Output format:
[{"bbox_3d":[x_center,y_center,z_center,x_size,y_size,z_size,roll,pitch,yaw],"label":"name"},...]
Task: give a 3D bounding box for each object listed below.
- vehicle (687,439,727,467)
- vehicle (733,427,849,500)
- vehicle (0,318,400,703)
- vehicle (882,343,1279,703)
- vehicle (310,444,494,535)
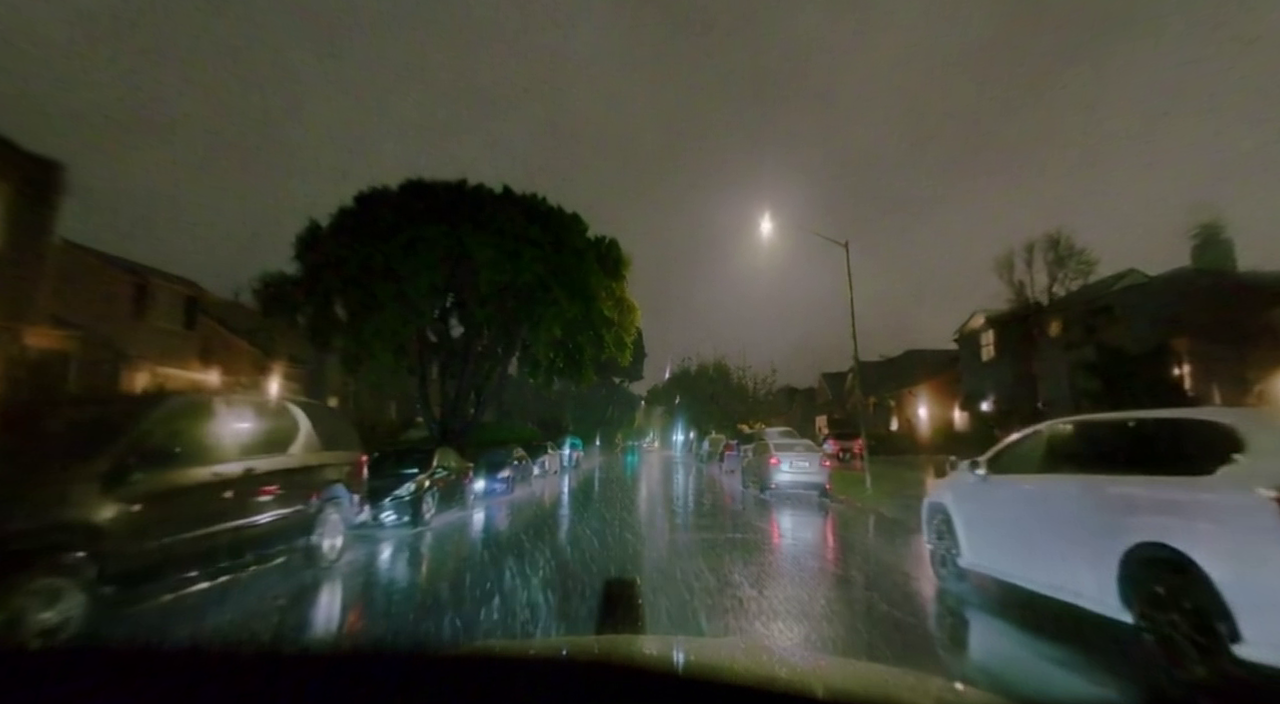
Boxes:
[{"bbox_3d":[4.836,7.366,46.192,2.450,1.897,5.050,0,-8,1],"label":"vehicle"},{"bbox_3d":[4.386,3.334,19.330,2.306,1.901,4.908,0,-8,0],"label":"vehicle"},{"bbox_3d":[-4.598,1.274,5.948,2.461,2.145,5.415,0,-8,1],"label":"vehicle"},{"bbox_3d":[4.057,1.181,4.973,2.214,1.830,4.997,0,-8,-1],"label":"vehicle"},{"bbox_3d":[-4.496,2.625,12.841,1.826,1.489,4.604,0,-8,2],"label":"vehicle"}]
